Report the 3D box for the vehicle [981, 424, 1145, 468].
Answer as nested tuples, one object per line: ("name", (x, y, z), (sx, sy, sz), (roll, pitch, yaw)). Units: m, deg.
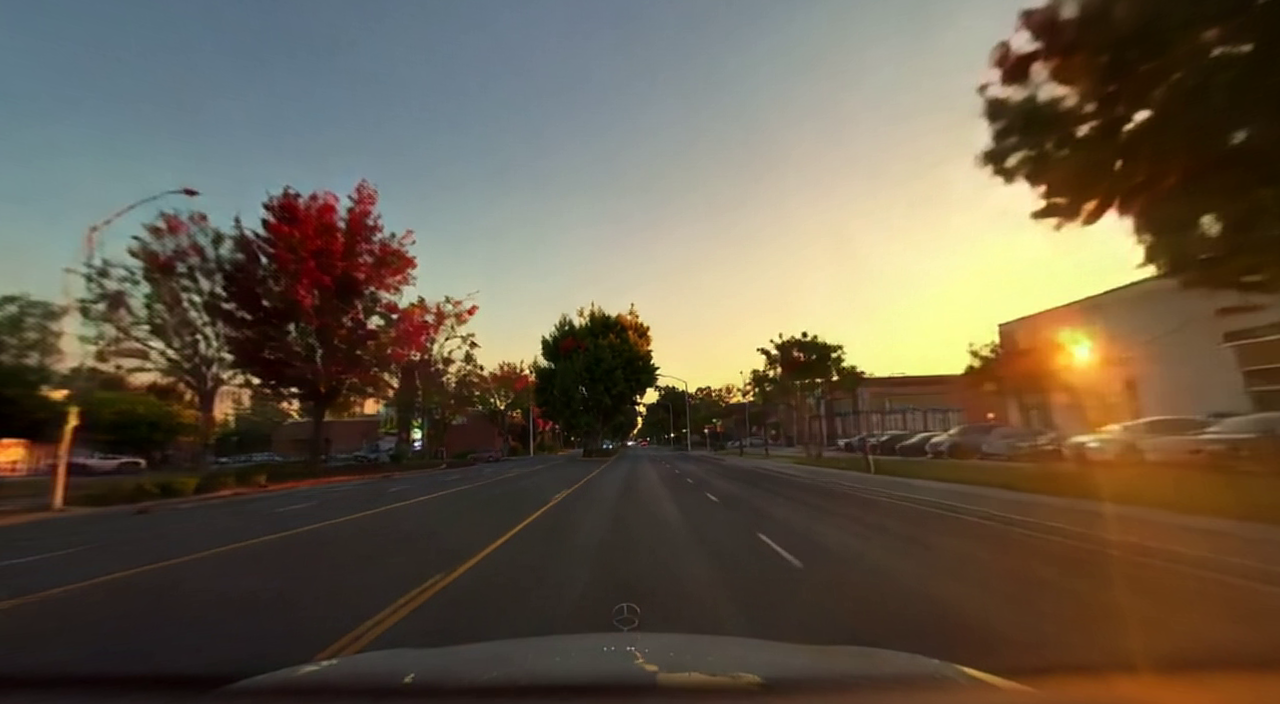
("vehicle", (15.948, 3.562, 24.046), (4.544, 1.541, 2.292), (-1, -8, 0))
